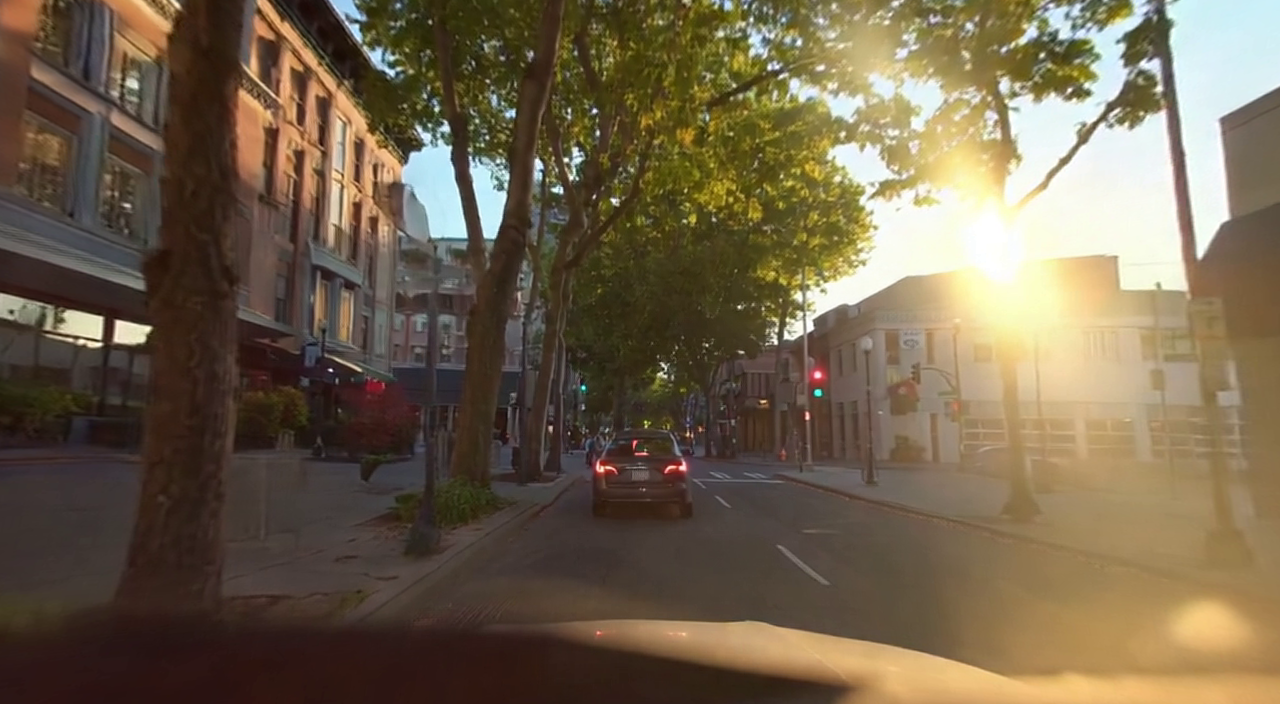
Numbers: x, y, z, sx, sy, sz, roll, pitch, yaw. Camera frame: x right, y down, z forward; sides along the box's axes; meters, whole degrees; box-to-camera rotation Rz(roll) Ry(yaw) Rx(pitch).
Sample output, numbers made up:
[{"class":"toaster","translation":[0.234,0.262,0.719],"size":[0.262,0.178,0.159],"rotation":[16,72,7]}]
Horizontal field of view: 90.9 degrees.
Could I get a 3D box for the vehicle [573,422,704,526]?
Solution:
[{"class":"vehicle","translation":[-0.073,2.219,11.966],"size":[2.079,1.621,3.861],"rotation":[0,-8,-1]}]
